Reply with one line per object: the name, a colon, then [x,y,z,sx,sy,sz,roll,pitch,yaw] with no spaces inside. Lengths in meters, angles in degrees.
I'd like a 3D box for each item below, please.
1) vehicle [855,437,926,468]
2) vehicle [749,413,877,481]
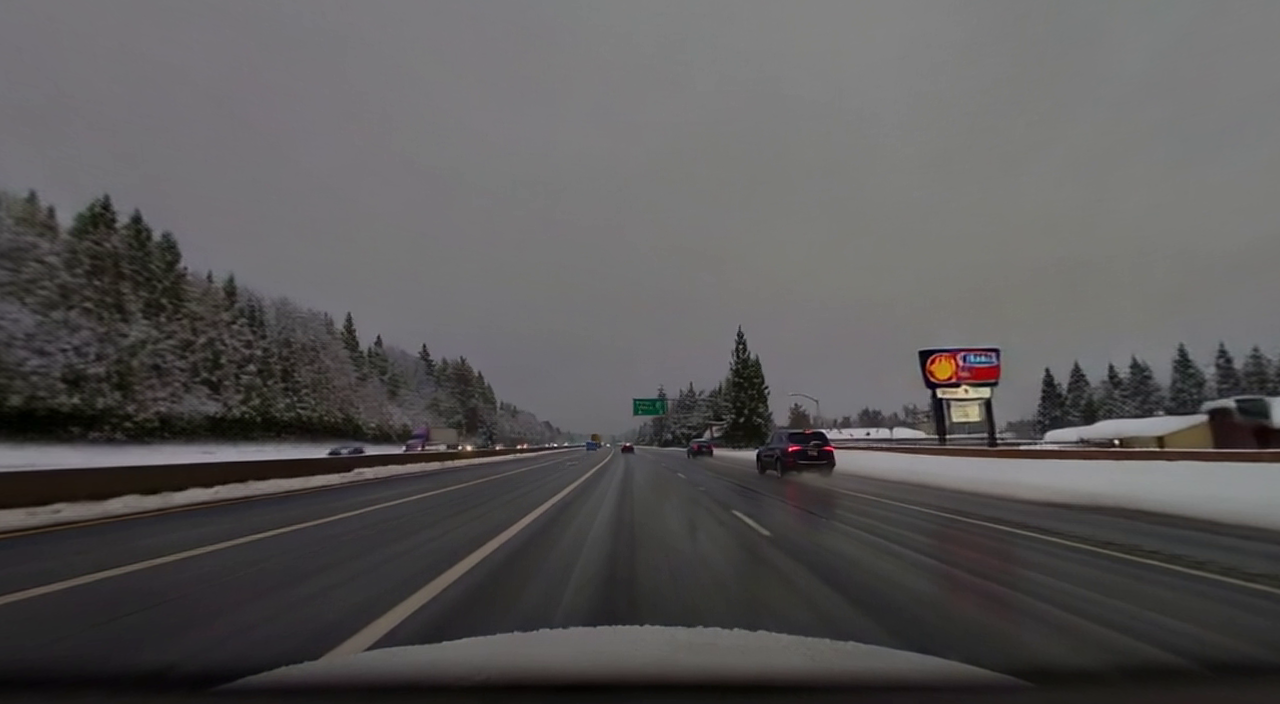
vehicle: [14.070,5.668,35.627,2.072,1.611,4.387,0,-8,-2]
vehicle: [6.680,3.876,25.788,2.779,2.339,8.073,0,-8,-1]
